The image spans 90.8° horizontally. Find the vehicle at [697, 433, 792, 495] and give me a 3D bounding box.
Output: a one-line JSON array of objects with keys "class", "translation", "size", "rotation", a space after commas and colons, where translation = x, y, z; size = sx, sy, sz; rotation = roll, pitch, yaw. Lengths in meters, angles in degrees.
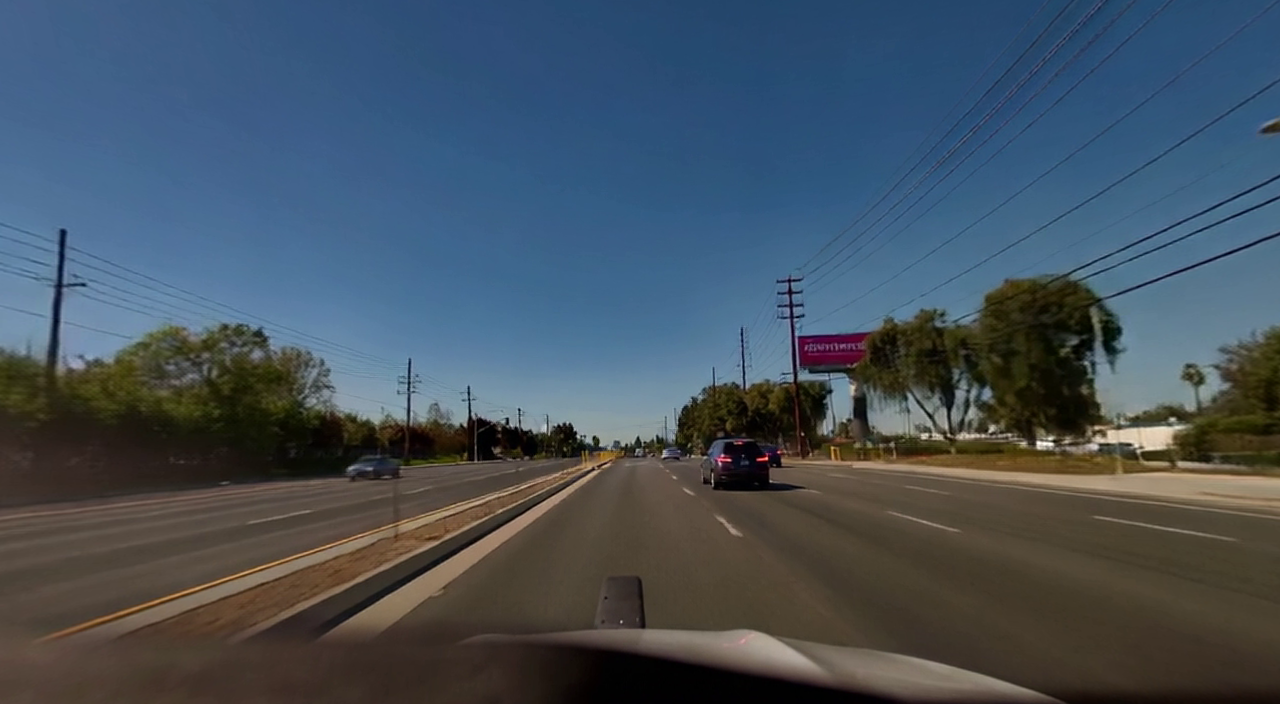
[{"class": "vehicle", "translation": [3.028, 3.351, 19.264], "size": [2.078, 1.668, 4.078], "rotation": [0, -8, -2]}]
